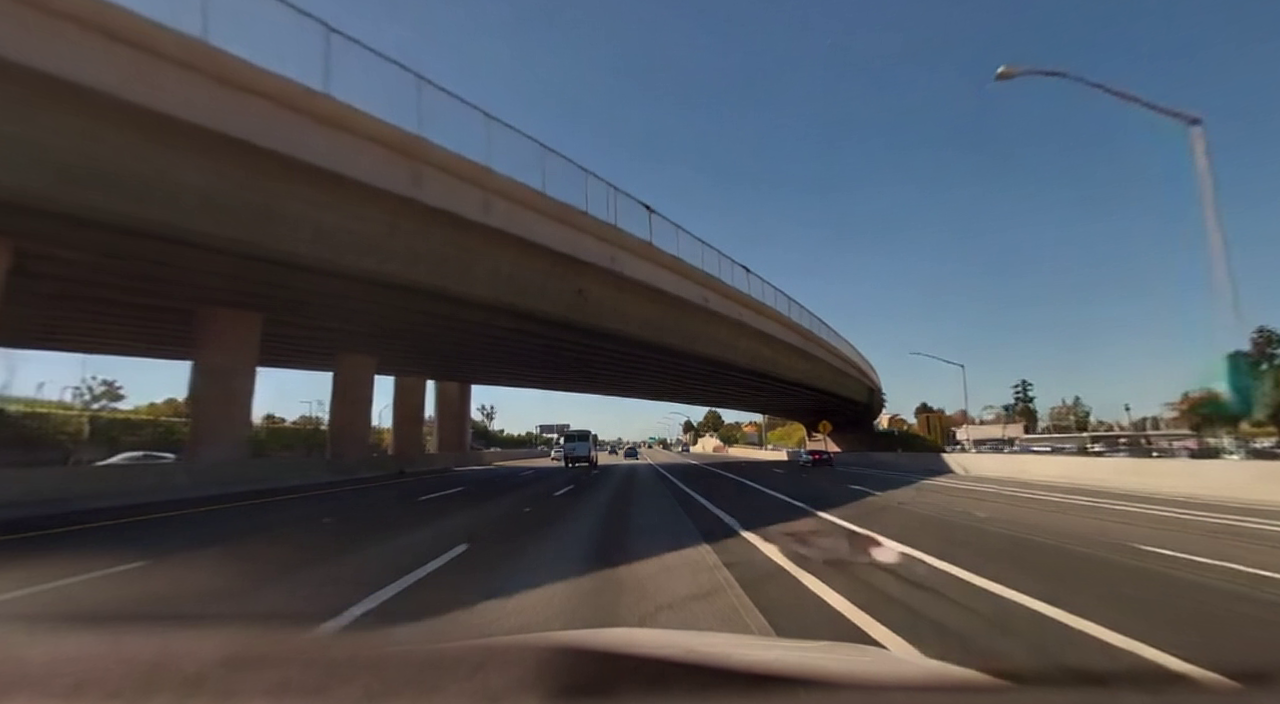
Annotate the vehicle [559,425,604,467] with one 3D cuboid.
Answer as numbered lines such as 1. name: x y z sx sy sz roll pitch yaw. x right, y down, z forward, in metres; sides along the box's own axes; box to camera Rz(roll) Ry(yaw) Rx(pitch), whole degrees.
1. vehicle: -4.323 7.138 48.054 2.881 2.937 7.045 0 -9 -2

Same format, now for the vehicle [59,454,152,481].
1. vehicle: -33.725 7.278 40.048 1.853 1.523 4.619 0 -9 0

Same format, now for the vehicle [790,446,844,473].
1. vehicle: 10.524 6.432 37.928 2.035 1.491 4.246 0 -9 1
